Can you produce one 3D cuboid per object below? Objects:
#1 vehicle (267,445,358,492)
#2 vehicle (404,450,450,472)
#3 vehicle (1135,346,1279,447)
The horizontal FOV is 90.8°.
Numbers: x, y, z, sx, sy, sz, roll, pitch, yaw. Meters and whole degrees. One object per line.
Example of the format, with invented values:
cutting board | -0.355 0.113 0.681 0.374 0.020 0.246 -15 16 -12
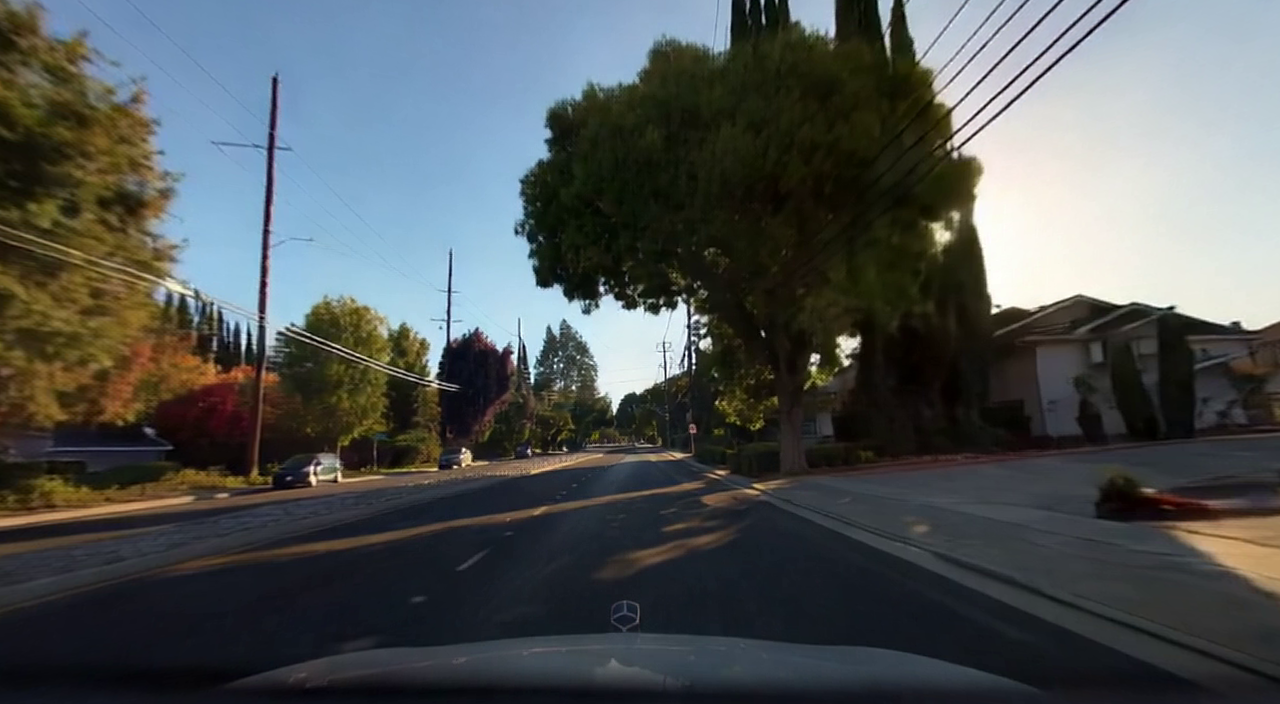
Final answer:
vehicle | -16.059 5.671 31.324 2.071 1.883 4.915 -6 -8 -3
vehicle | -16.173 8.278 48.178 2.031 1.482 4.476 -3 -9 0
vehicle | 23.994 1.907 25.499 2.696 3.581 5.969 -1 -7 -5
